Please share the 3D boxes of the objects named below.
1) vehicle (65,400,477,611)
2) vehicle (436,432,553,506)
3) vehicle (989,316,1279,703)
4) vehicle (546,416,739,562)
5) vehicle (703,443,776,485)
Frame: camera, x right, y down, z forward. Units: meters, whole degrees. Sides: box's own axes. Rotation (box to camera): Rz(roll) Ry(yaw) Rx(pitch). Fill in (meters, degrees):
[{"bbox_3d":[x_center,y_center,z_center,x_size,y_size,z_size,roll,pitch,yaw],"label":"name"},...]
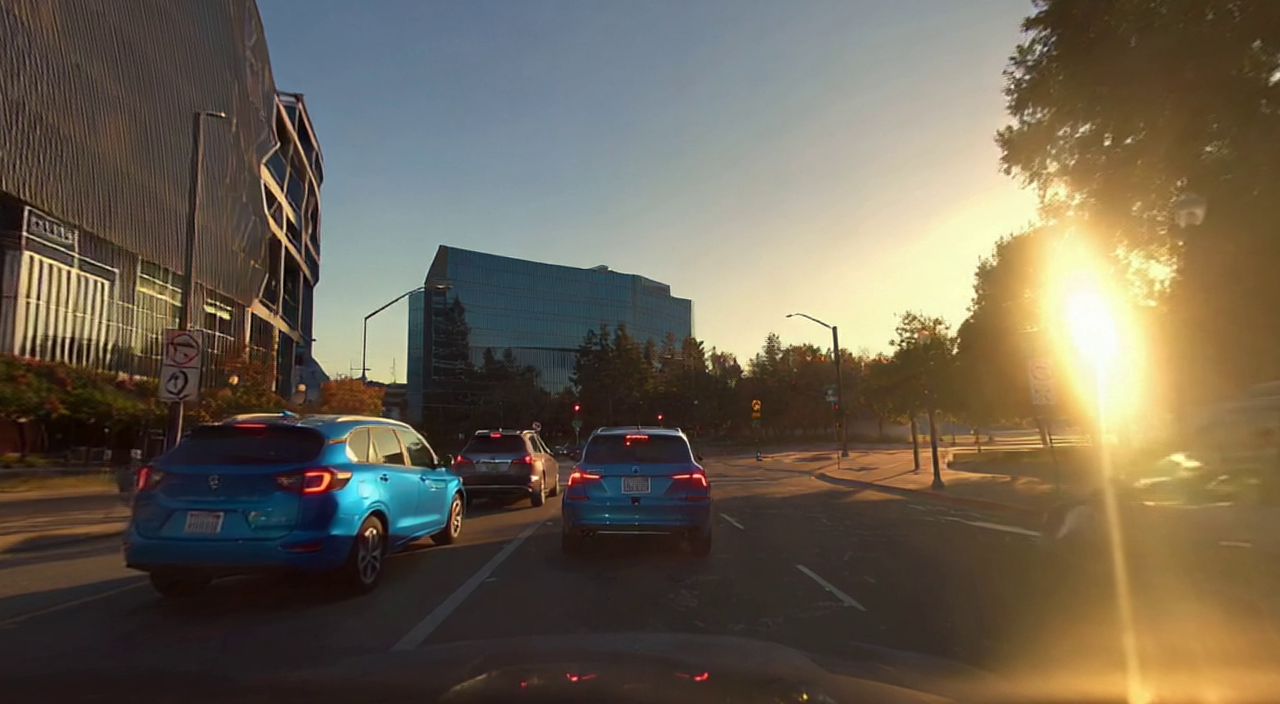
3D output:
[{"bbox_3d":[-3.553,1.561,7.357,2.083,1.691,4.398,0,-8,1],"label":"vehicle"},{"bbox_3d":[-3.613,2.994,16.596,2.068,1.678,4.199,0,-8,0],"label":"vehicle"},{"bbox_3d":[3.704,0.751,2.550,2.026,1.819,4.579,0,-8,2],"label":"vehicle"},{"bbox_3d":[-0.001,1.880,9.409,2.207,1.659,4.155,0,-8,-1],"label":"vehicle"},{"bbox_3d":[3.724,4.272,24.513,2.082,1.445,4.426,0,-8,0],"label":"vehicle"}]
